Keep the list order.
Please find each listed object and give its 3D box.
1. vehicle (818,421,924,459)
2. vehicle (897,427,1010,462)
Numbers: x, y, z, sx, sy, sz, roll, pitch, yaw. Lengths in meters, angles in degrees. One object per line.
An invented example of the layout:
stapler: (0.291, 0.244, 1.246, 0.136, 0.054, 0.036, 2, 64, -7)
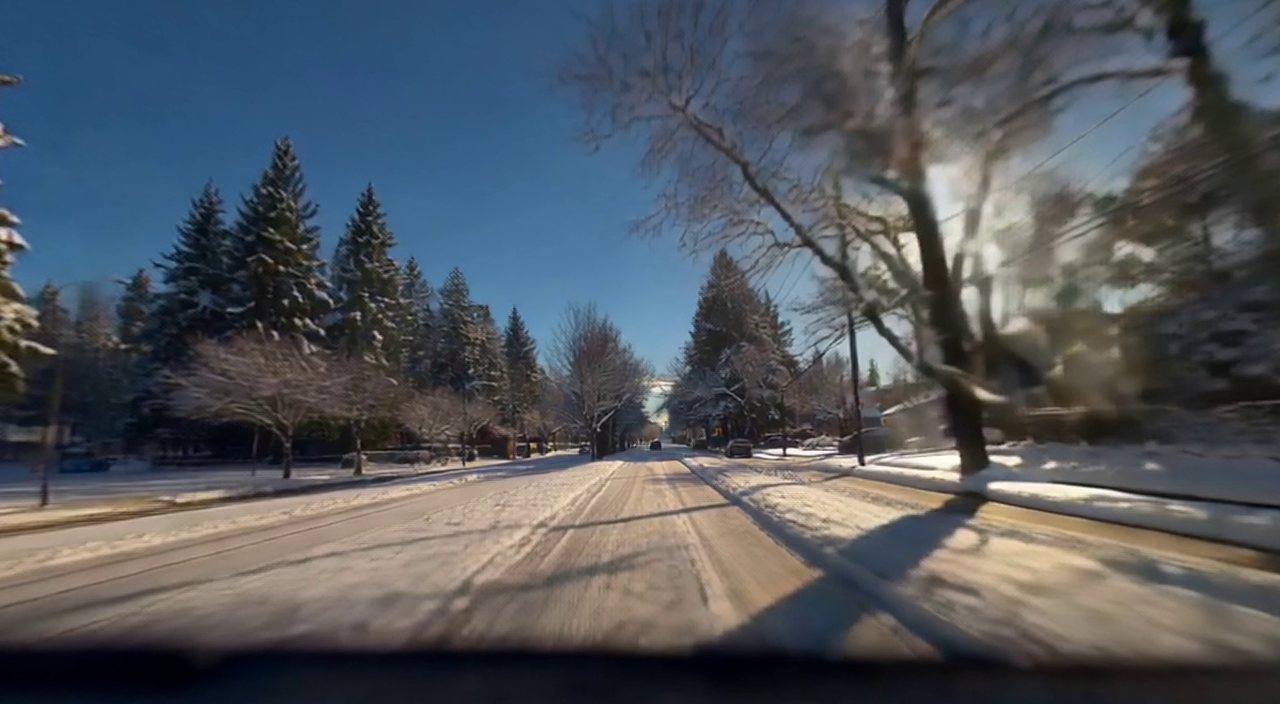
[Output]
vehicle: (14.890, 5.699, 40.934, 5.886, 2.000, 2.372, -4, -8, 5)
vehicle: (15.198, 4.527, 30.716, 4.455, 1.588, 1.858, 1, -9, -2)
